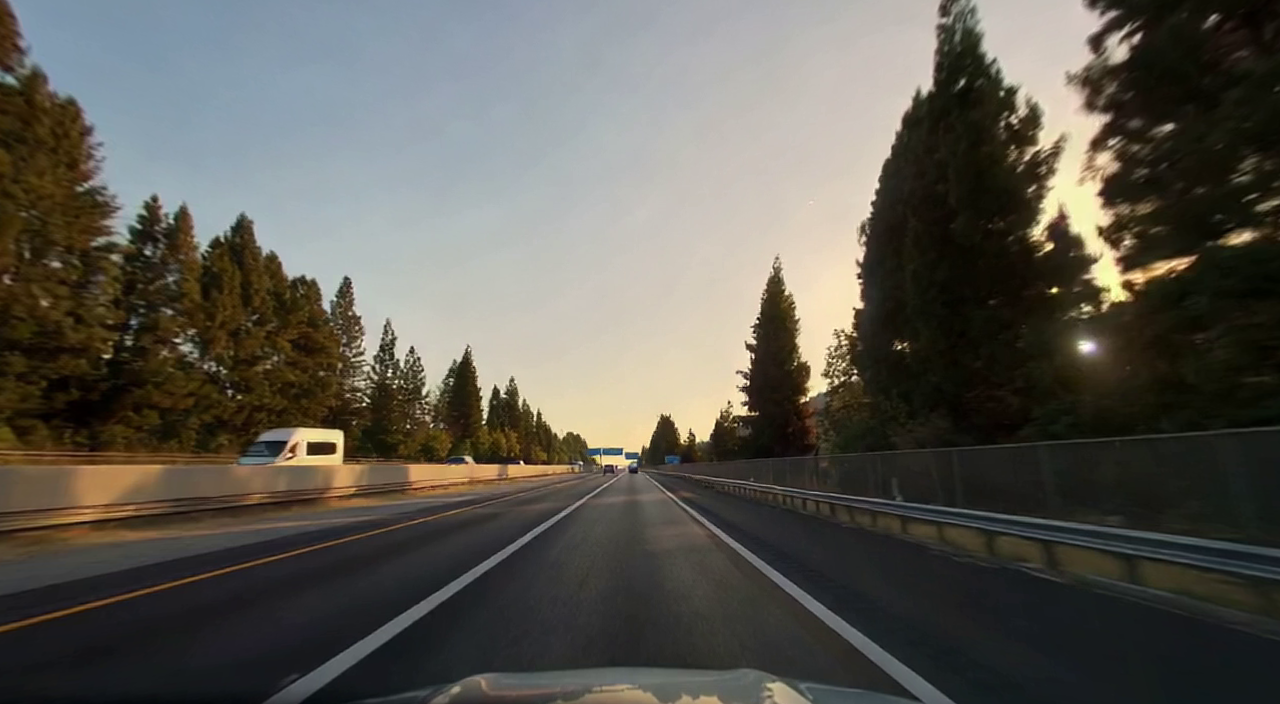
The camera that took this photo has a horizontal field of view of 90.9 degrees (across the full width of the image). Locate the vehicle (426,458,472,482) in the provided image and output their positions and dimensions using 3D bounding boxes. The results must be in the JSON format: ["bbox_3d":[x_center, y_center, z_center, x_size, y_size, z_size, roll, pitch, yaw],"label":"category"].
[{"bbox_3d":[-12.518,7.790,41.558,1.830,1.454,3.815,1,-10,0],"label":"vehicle"}]

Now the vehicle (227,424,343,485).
[{"bbox_3d":[-17.306,5.136,31.249,2.188,2.646,5.914,1,-10,0],"label":"vehicle"}]
